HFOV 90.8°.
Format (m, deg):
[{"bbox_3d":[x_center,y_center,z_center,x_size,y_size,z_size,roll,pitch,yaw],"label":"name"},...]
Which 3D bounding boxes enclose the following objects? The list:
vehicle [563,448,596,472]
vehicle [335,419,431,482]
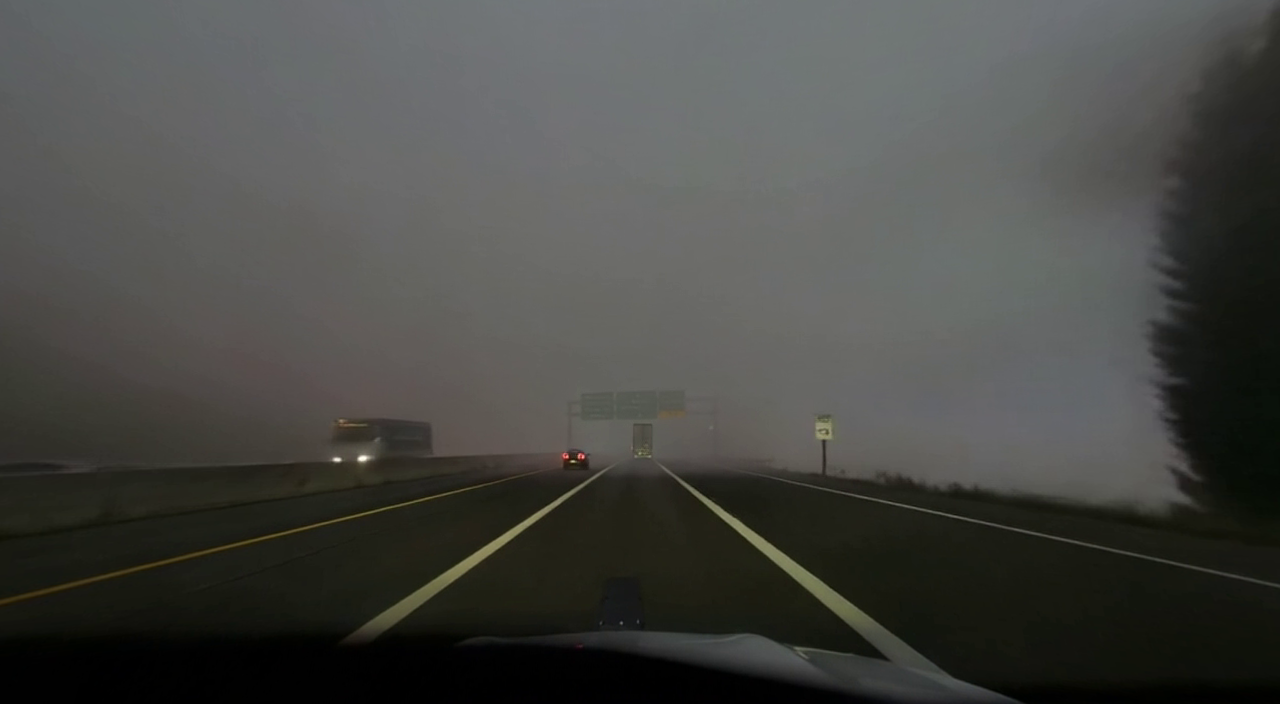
[{"bbox_3d":[-3.991,7.209,42.283,1.886,1.465,4.119,0,-9,0],"label":"vehicle"},{"bbox_3d":[-14.843,5.804,37.130,2.647,3.305,7.301,0,-9,-1],"label":"vehicle"}]
